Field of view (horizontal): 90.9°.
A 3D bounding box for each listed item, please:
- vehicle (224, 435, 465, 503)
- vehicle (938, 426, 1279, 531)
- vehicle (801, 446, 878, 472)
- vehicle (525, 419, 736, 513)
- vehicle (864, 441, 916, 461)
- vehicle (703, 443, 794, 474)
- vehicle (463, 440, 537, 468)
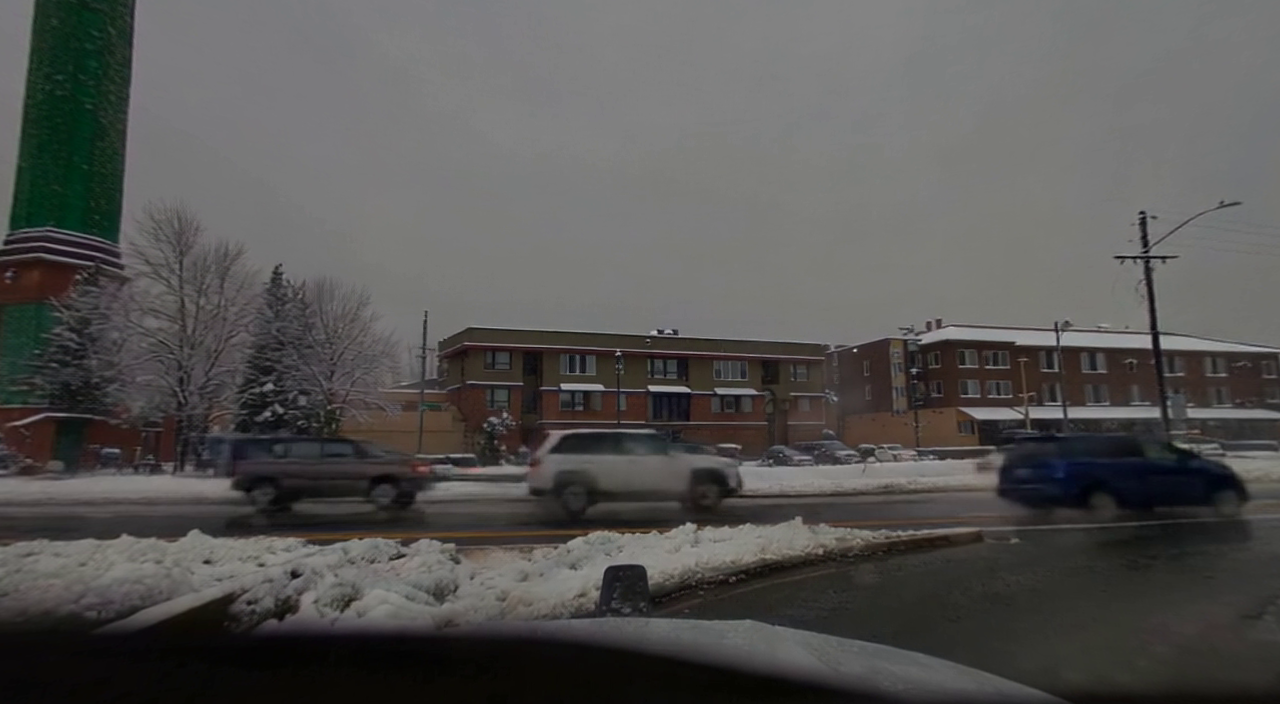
[{"bbox_3d":[-6.800,2.747,15.066,4.795,1.465,1.882,1,-9,-8],"label":"vehicle"},{"bbox_3d":[7.896,2.067,10.739,4.685,1.528,2.014,1,-9,-9],"label":"vehicle"},{"bbox_3d":[12.606,6.769,39.971,4.215,1.575,1.884,2,-9,-12],"label":"vehicle"},{"bbox_3d":[-0.279,2.269,12.837,4.011,1.697,1.857,1,-9,-10],"label":"vehicle"},{"bbox_3d":[19.644,7.796,49.697,2.133,1.494,4.108,1,-8,-5],"label":"vehicle"},{"bbox_3d":[6.612,6.519,38.708,5.127,1.803,2.011,1,-9,-9],"label":"vehicle"},{"bbox_3d":[-10.291,7.500,46.474,4.920,1.956,1.865,-2,-9,14],"label":"vehicle"}]
